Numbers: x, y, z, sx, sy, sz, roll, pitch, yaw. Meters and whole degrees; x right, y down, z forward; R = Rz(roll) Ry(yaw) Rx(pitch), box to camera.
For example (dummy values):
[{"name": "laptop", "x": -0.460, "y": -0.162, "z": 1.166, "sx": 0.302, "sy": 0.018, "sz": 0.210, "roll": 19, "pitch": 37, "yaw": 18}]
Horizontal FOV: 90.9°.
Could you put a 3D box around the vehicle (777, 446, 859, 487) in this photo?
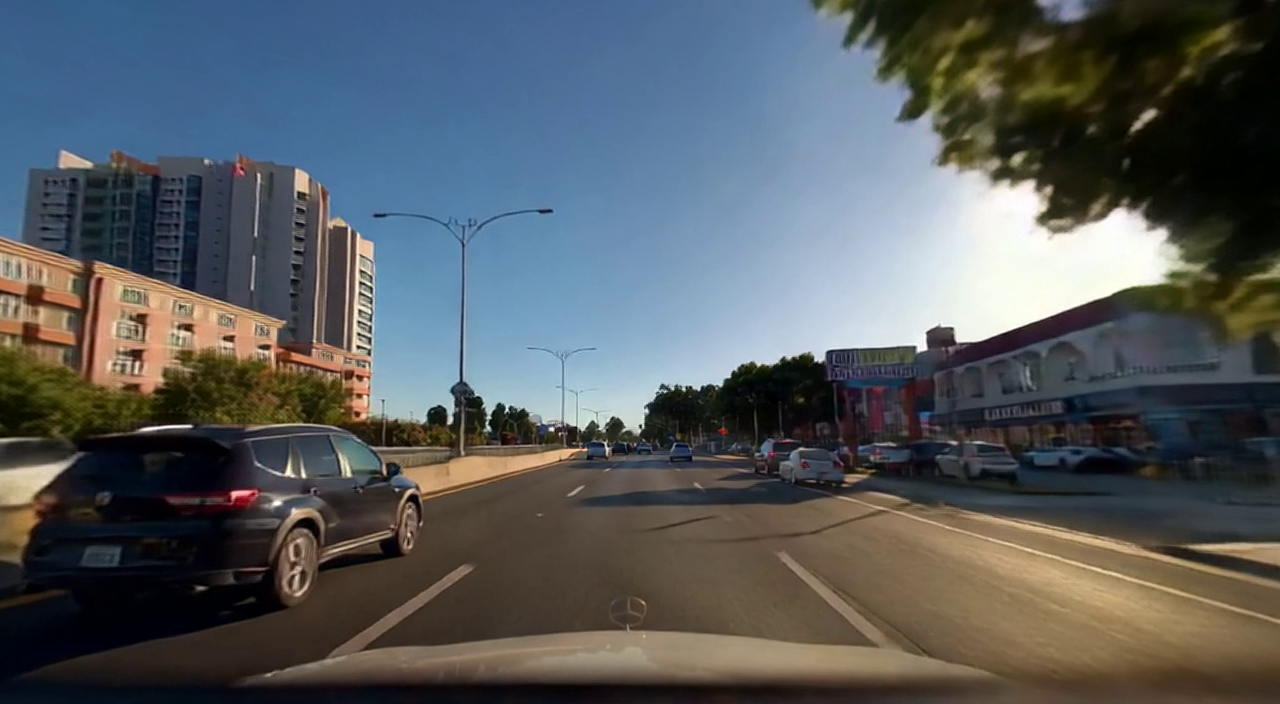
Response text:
[{"name": "vehicle", "x": 6.688, "y": 4.326, "z": 24.225, "sx": 1.888, "sy": 1.425, "sz": 4.547, "roll": 0, "pitch": -8, "yaw": 1}]

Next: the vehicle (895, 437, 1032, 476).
[{"name": "vehicle", "x": 15.154, "y": 4.882, "z": 29.755, "sx": 5.326, "sy": 1.690, "sz": 2.007, "roll": -8, "pitch": -11, "yaw": 42}]

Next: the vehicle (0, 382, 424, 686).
[{"name": "vehicle", "x": -3.591, "y": 1.272, "z": 5.459, "sx": 1.983, "sy": 1.635, "sz": 3.957, "roll": 0, "pitch": -8, "yaw": 0}]

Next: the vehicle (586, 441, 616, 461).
[{"name": "vehicle", "x": -2.939, "y": 7.598, "z": 48.290, "sx": 2.005, "sy": 1.446, "sz": 4.265, "roll": 0, "pitch": -8, "yaw": 1}]

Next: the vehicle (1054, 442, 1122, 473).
[{"name": "vehicle", "x": 26.314, "y": 6.149, "z": 36.926, "sx": 4.673, "sy": 1.696, "sz": 1.922, "roll": 7, "pitch": -11, "yaw": -39}]
